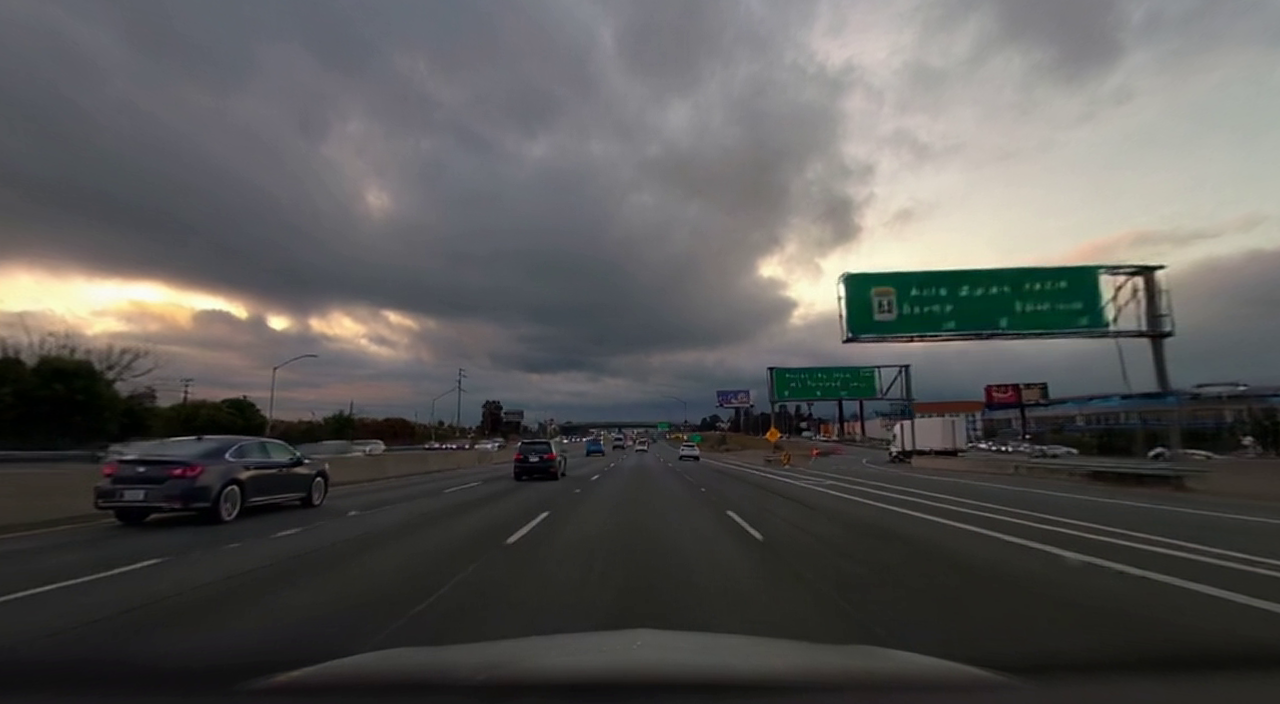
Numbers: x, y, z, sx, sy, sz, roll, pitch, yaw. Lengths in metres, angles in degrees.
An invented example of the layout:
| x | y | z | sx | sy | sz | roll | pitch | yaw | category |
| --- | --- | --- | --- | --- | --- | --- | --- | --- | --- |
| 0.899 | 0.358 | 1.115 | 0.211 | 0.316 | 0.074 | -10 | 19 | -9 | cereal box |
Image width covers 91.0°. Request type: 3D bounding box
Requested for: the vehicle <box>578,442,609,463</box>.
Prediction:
| x | y | z | sx | sy | sz | roll | pitch | yaw | category |
| --- | --- | --- | --- | --- | --- | --- | --- | --- | --- |
| -3.449 | 7.517 | 47.313 | 1.960 | 1.494 | 4.123 | 1 | -9 | 1 | vehicle |

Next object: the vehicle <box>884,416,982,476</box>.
| x | y | z | sx | sy | sz | roll | pitch | yaw | category |
| --- | --- | --- | --- | --- | --- | --- | --- | --- | --- |
| 19.166 | 6.258 | 41.968 | 2.958 | 3.538 | 8.761 | 0 | -9 | 5 | vehicle |

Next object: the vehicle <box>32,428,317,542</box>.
| x | y | z | sx | sy | sz | roll | pitch | yaw | category |
| --- | --- | --- | --- | --- | --- | --- | --- | --- | --- |
| -7.267 | 2.082 | 10.408 | 1.865 | 1.518 | 3.620 | 1 | -9 | 1 | vehicle |

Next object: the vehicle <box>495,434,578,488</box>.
| x | y | z | sx | sy | sz | roll | pitch | yaw | category |
| --- | --- | --- | --- | --- | --- | --- | --- | --- | --- |
| -3.324 | 3.607 | 21.119 | 2.001 | 1.577 | 4.055 | 1 | -9 | 1 | vehicle |
